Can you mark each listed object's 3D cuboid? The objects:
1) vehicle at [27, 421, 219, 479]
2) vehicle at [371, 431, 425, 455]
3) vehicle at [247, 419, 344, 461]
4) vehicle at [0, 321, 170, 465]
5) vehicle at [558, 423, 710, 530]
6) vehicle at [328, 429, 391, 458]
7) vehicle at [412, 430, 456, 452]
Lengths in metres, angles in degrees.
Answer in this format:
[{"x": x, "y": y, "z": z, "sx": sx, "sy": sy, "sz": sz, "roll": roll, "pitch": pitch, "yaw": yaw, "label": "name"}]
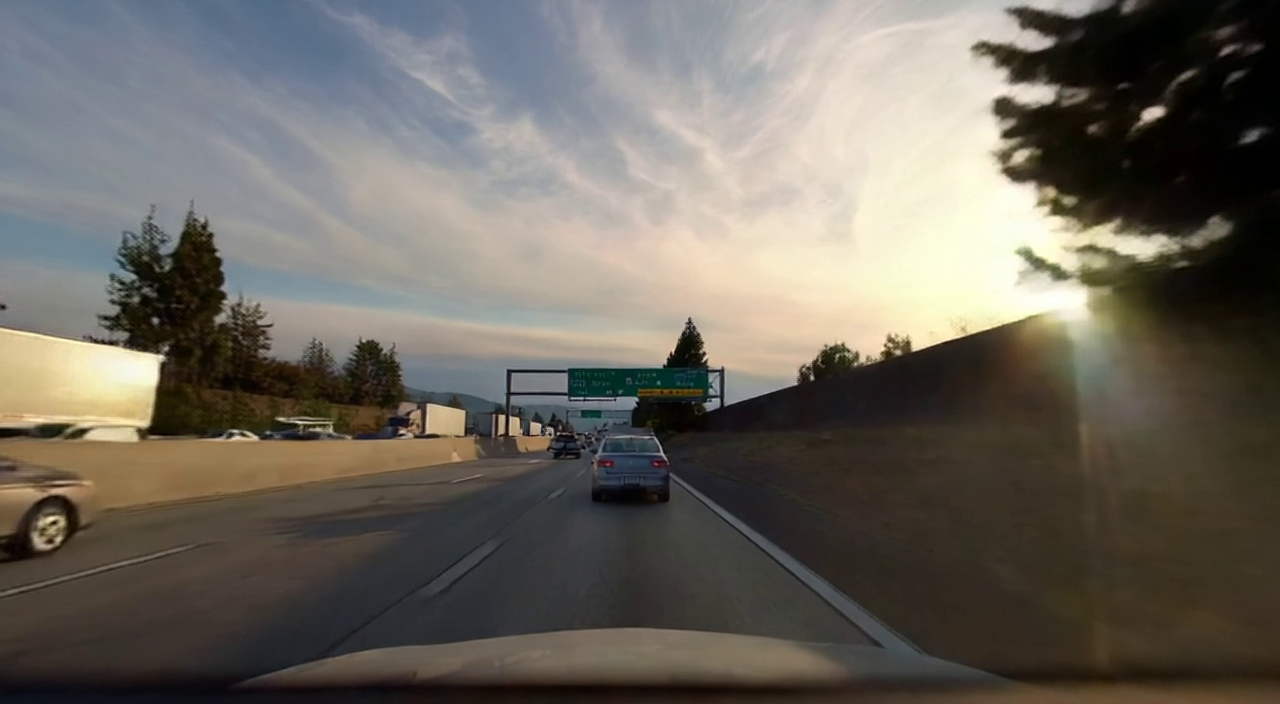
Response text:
[{"x": -14.700, "y": 2.817, "z": 18.291, "sx": 1.903, "sy": 1.473, "sz": 4.391, "roll": 0, "pitch": -8, "yaw": -1, "label": "vehicle"}, {"x": -15.640, "y": 5.917, "z": 40.873, "sx": 1.865, "sy": 1.476, "sz": 4.348, "roll": 0, "pitch": -8, "yaw": -1, "label": "vehicle"}, {"x": -14.917, "y": 3.872, "z": 27.535, "sx": 1.895, "sy": 1.683, "sz": 4.224, "roll": 0, "pitch": -8, "yaw": -1, "label": "vehicle"}, {"x": -18.775, "y": 1.394, "z": 18.957, "sx": 2.864, "sy": 3.858, "sz": 8.249, "roll": 0, "pitch": -8, "yaw": -1, "label": "vehicle"}, {"x": -0.122, "y": 2.069, "z": 11.132, "sx": 2.127, "sy": 1.497, "sz": 4.445, "roll": 0, "pitch": -8, "yaw": -1, "label": "vehicle"}, {"x": -15.415, "y": 5.061, "z": 34.756, "sx": 1.773, "sy": 1.481, "sz": 3.722, "roll": 0, "pitch": -8, "yaw": -1, "label": "vehicle"}, {"x": -15.784, "y": 6.848, "z": 48.326, "sx": 2.004, "sy": 1.551, "sz": 4.231, "roll": 0, "pitch": -8, "yaw": -1, "label": "vehicle"}]
